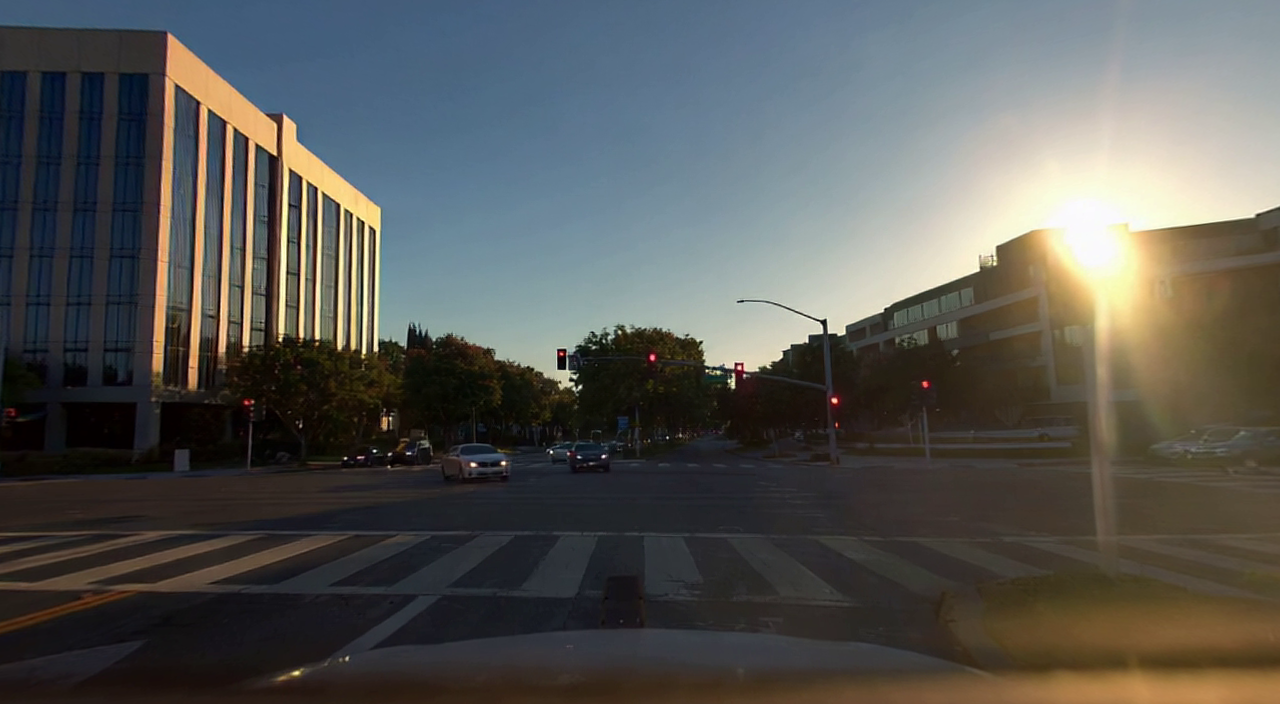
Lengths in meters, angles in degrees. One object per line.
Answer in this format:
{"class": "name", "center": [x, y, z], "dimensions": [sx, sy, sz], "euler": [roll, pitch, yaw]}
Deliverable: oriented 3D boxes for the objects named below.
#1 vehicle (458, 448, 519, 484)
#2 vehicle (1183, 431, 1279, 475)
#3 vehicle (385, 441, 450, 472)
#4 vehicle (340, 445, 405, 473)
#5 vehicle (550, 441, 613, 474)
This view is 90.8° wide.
{"class": "vehicle", "center": [-6.180, 4.527, 25.480], "dimensions": [1.910, 1.288, 4.093], "euler": [3, -9, -20]}
{"class": "vehicle", "center": [22.328, 3.559, 22.359], "dimensions": [4.474, 1.477, 1.908], "euler": [0, -9, -3]}
{"class": "vehicle", "center": [-15.122, 7.124, 43.244], "dimensions": [2.340, 1.946, 5.450], "euler": [-1, -9, 1]}
{"class": "vehicle", "center": [-18.542, 7.413, 44.085], "dimensions": [2.237, 1.842, 5.116], "euler": [0, -9, 0]}
{"class": "vehicle", "center": [-2.982, 5.173, 31.263], "dimensions": [2.109, 1.461, 4.637], "euler": [3, -9, -19]}
